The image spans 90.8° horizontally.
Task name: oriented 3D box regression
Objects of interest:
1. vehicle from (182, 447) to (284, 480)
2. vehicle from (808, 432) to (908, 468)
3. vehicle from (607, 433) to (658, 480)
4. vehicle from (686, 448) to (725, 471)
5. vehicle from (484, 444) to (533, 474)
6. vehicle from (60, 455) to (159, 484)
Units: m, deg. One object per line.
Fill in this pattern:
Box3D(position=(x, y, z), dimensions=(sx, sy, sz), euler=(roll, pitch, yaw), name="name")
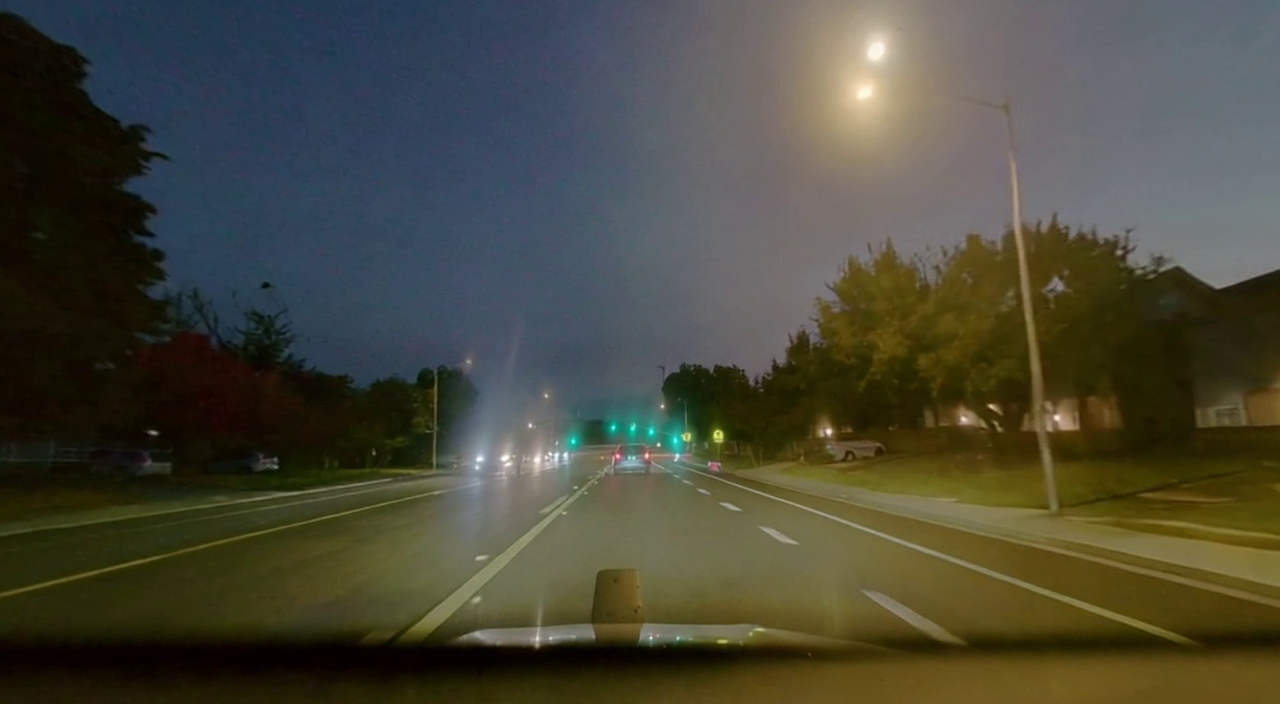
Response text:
Box3D(position=(-21.243, 5.810, 33.110), dimensions=(4.020, 1.635, 1.875), euler=(0, -8, 2), name="vehicle")
Box3D(position=(12.405, 5.596, 36.176), dimensions=(4.870, 1.926, 2.094), euler=(0, -8, -1), name="vehicle")
Box3D(position=(-0.358, 4.746, 29.009), dimensions=(2.153, 1.942, 4.767), euler=(0, -8, -1), name="vehicle")
Box3D(position=(4.432, 7.328, 43.354), dimensions=(1.963, 1.469, 4.709), euler=(0, -8, -2), name="vehicle")
Box3D(position=(-8.398, 6.857, 40.720), dimensions=(2.114, 1.811, 4.949), euler=(0, -8, -1), name="vehicle")
Box3D(position=(-27.258, 6.023, 32.523), dimensions=(3.522, 1.372, 1.652), euler=(0, -9, -2), name="vehicle")
